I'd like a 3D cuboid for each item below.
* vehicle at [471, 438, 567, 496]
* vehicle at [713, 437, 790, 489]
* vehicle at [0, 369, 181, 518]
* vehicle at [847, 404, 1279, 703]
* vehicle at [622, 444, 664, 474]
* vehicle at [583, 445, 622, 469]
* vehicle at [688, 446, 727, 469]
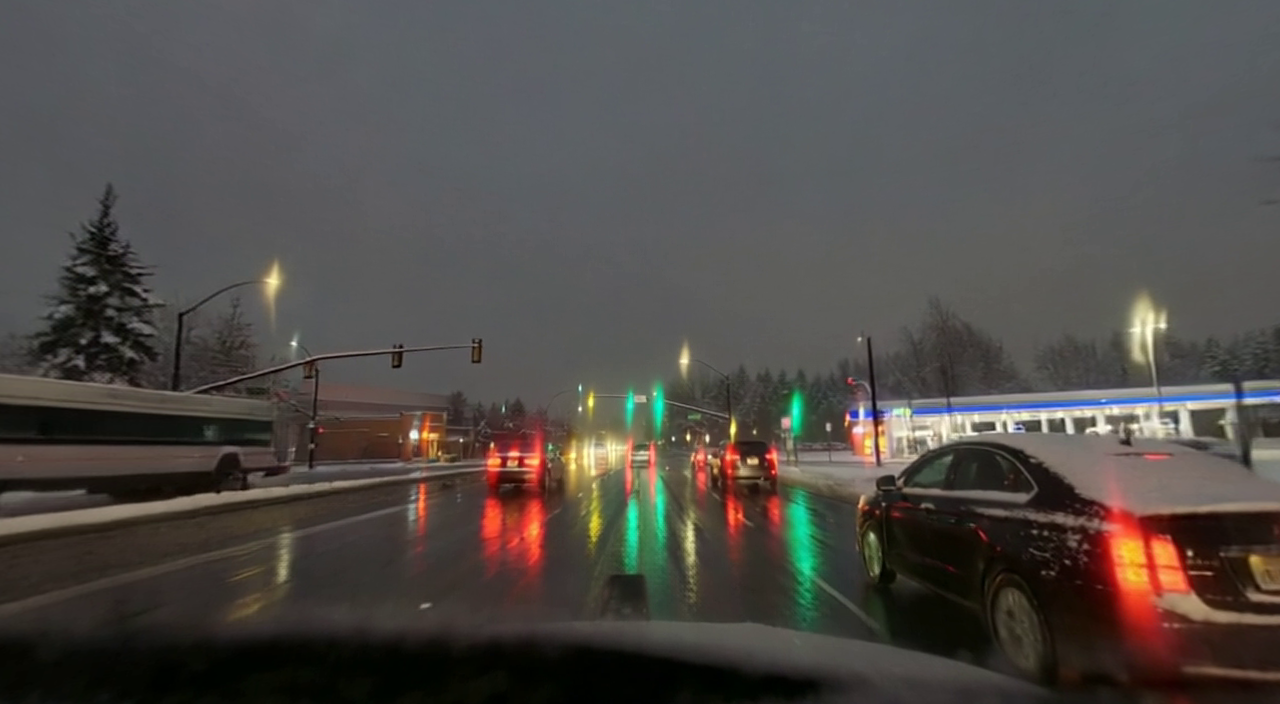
[{"bbox_3d":[-3.617,3.515,19.684,2.023,1.607,4.086,-1,-8,2],"label":"vehicle"},{"bbox_3d":[3.925,3.995,22.991,2.022,1.683,4.171,0,-8,0],"label":"vehicle"},{"bbox_3d":[-16.054,2.085,14.260,3.228,3.319,10.706,0,-8,0],"label":"vehicle"},{"bbox_3d":[3.510,1.327,5.103,2.038,1.499,4.868,0,-8,1],"label":"vehicle"},{"bbox_3d":[0.190,5.743,34.121,2.104,1.477,4.591,0,-8,1],"label":"vehicle"},{"bbox_3d":[-2.444,6.938,41.818,2.192,1.463,4.211,-1,-8,2],"label":"vehicle"},{"bbox_3d":[4.449,7.052,42.264,2.174,1.462,4.400,0,-8,1],"label":"vehicle"}]
